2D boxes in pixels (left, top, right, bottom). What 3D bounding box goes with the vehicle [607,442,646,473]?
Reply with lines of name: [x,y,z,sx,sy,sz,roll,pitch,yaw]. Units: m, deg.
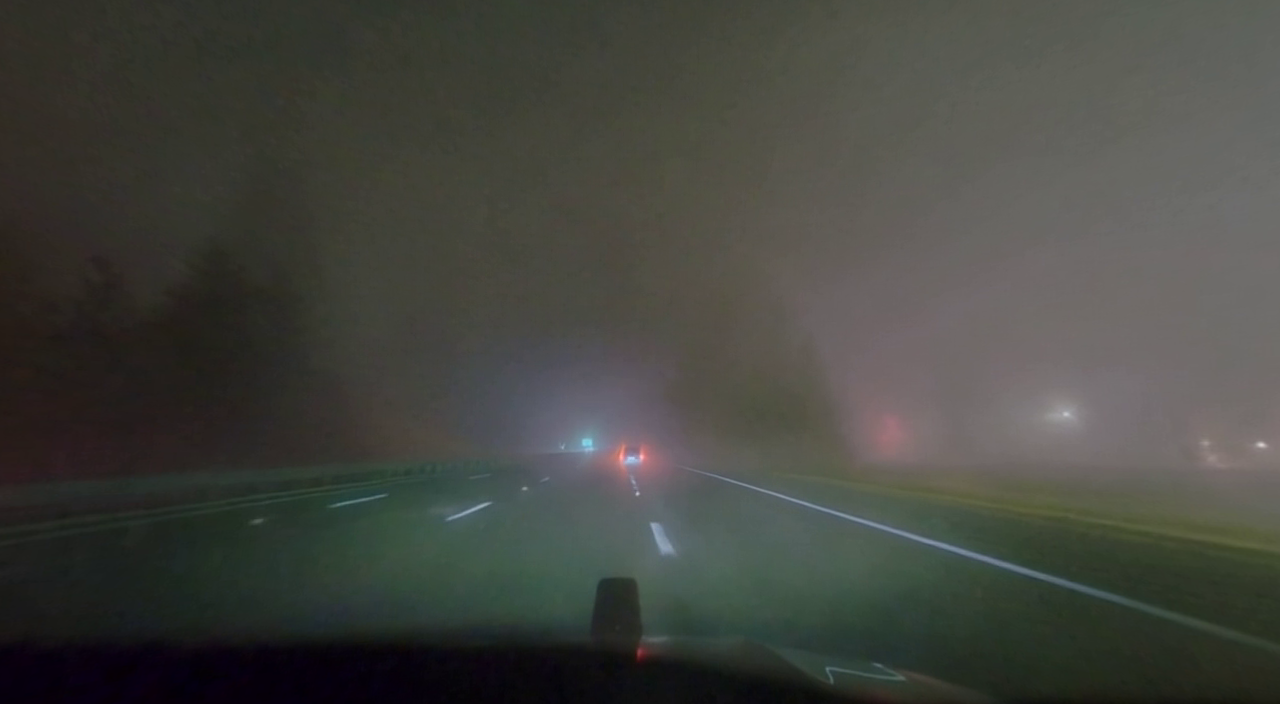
vehicle: [-0.768,6.146,36.746,2.120,1.715,4.153,0,-9,0]
